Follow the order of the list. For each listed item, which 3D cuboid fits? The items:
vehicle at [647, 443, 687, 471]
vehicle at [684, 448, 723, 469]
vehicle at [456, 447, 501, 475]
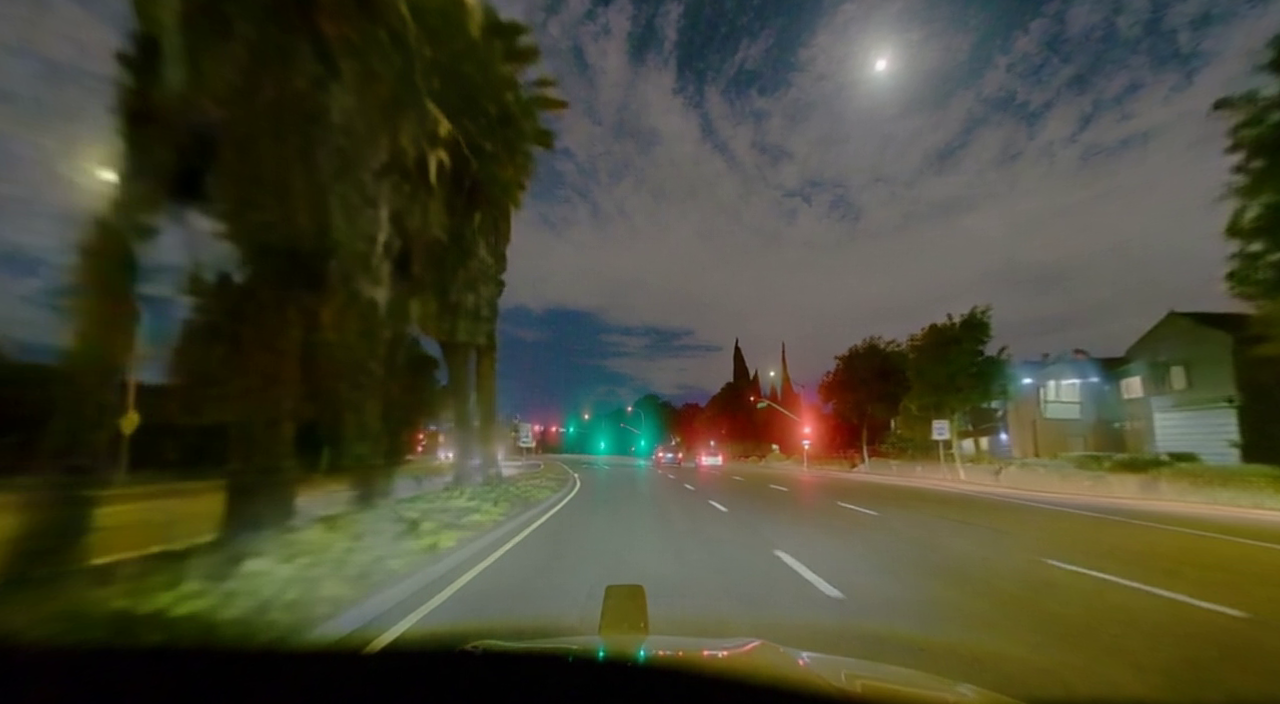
[{"bbox_3d":[1.832,7.233,43.697,2.046,1.818,4.603,1,-9,-7],"label":"vehicle"},{"bbox_3d":[4.821,8.140,48.286,1.969,1.522,4.609,1,-9,-7],"label":"vehicle"},{"bbox_3d":[-9.903,6.711,38.959,2.002,1.612,4.436,0,-9,-5],"label":"vehicle"}]
